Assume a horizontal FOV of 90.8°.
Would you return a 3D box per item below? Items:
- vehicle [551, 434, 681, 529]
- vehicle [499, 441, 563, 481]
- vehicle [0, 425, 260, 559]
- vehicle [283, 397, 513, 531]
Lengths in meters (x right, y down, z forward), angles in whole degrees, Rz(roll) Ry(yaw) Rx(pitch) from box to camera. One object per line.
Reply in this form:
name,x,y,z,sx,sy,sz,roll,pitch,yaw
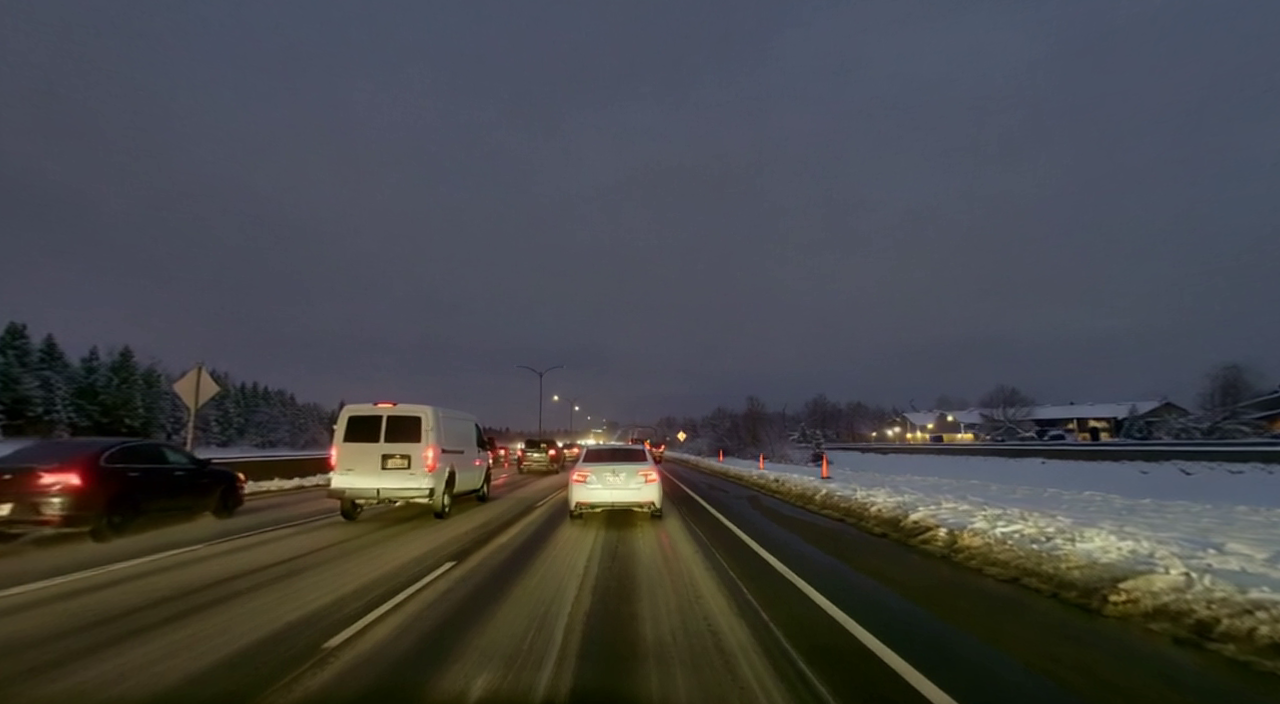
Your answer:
vehicle,-0.426,2.367,12.101,2.069,1.484,3.918,0,-9,-1
vehicle,-4.229,4.274,25.034,1.824,1.459,4.007,0,-9,0
vehicle,-7.933,1.911,9.357,1.930,1.506,4.279,0,-9,0
vehicle,-4.258,2.130,12.521,2.324,2.012,5.740,0,-9,-1
